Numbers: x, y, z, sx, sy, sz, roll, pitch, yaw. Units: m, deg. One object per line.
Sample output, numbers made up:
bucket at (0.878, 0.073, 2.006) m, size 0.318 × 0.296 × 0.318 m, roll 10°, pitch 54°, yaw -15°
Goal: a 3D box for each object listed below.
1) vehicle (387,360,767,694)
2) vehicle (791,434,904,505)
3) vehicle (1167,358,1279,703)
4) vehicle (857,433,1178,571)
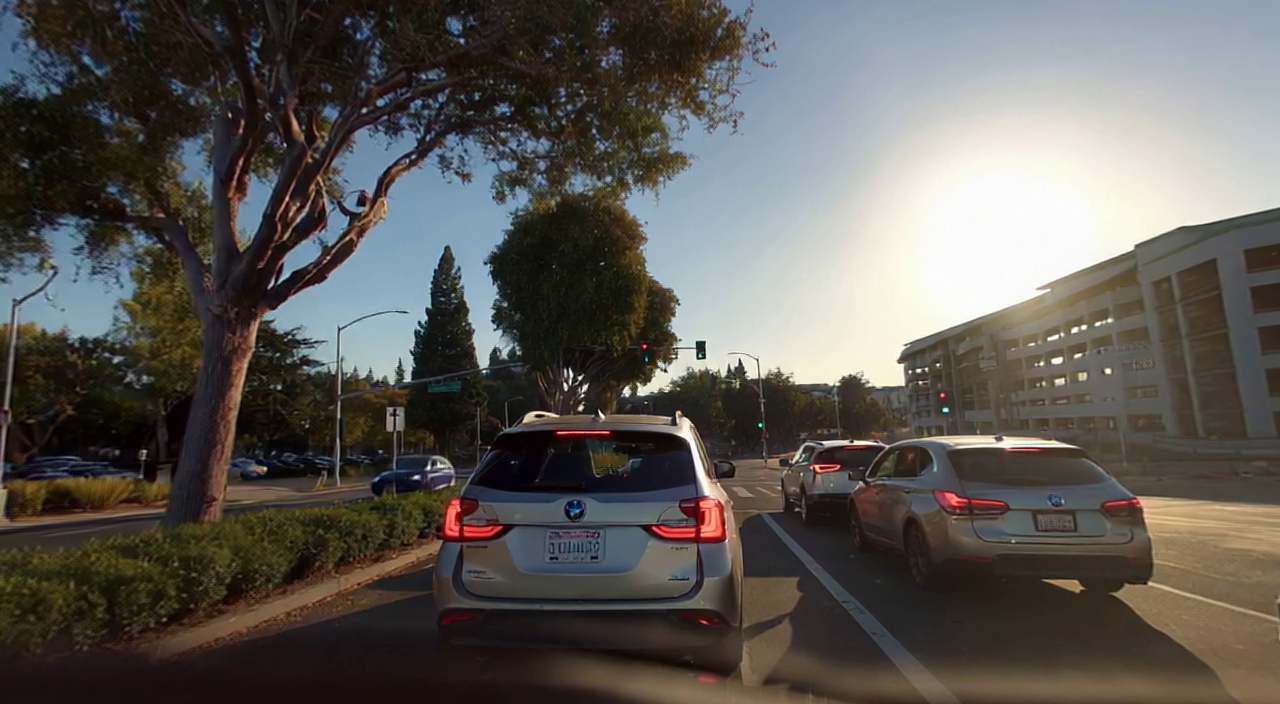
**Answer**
vehicle at (-0.212, 1.233, 5.567) m, size 2.021 × 1.742 × 4.295 m, roll -1°, pitch -8°, yaw 4°
vehicle at (5.313, 3.033, 16.724) m, size 1.994 × 1.638 × 4.100 m, roll -1°, pitch -8°, yaw 6°
vehicle at (4.055, 0.611, 1.131) m, size 1.993 × 1.719 × 4.953 m, roll 0°, pitch -8°, yaw 1°
vehicle at (4.889, 1.971, 9.177) m, size 1.963 × 1.480 × 4.553 m, roll 0°, pitch -8°, yaw 2°
